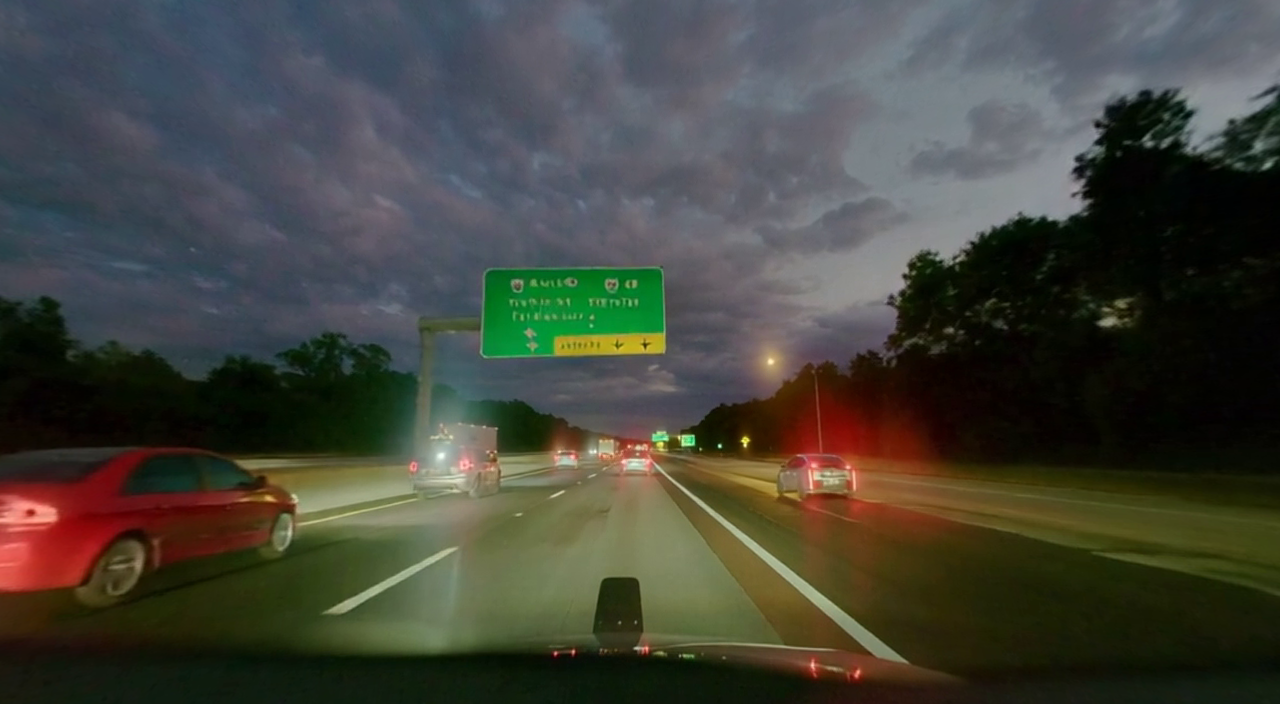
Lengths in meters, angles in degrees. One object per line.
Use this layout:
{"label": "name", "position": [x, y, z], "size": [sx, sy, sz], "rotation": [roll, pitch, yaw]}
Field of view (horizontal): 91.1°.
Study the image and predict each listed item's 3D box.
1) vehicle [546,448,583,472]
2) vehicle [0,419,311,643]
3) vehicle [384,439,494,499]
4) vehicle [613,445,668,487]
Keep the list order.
{"label": "vehicle", "position": [-4.906, 7.045, 41.365], "size": [1.892, 1.481, 4.180], "rotation": [0, -9, 1]}
{"label": "vehicle", "position": [-5.431, 1.535, 6.303], "size": [2.043, 1.534, 4.032], "rotation": [0, -9, 0]}
{"label": "vehicle", "position": [-6.003, 3.535, 19.362], "size": [2.058, 1.626, 4.118], "rotation": [0, -9, 0]}
{"label": "vehicle", "position": [-0.001, 4.346, 24.231], "size": [1.940, 1.451, 3.512], "rotation": [0, -9, -1]}
